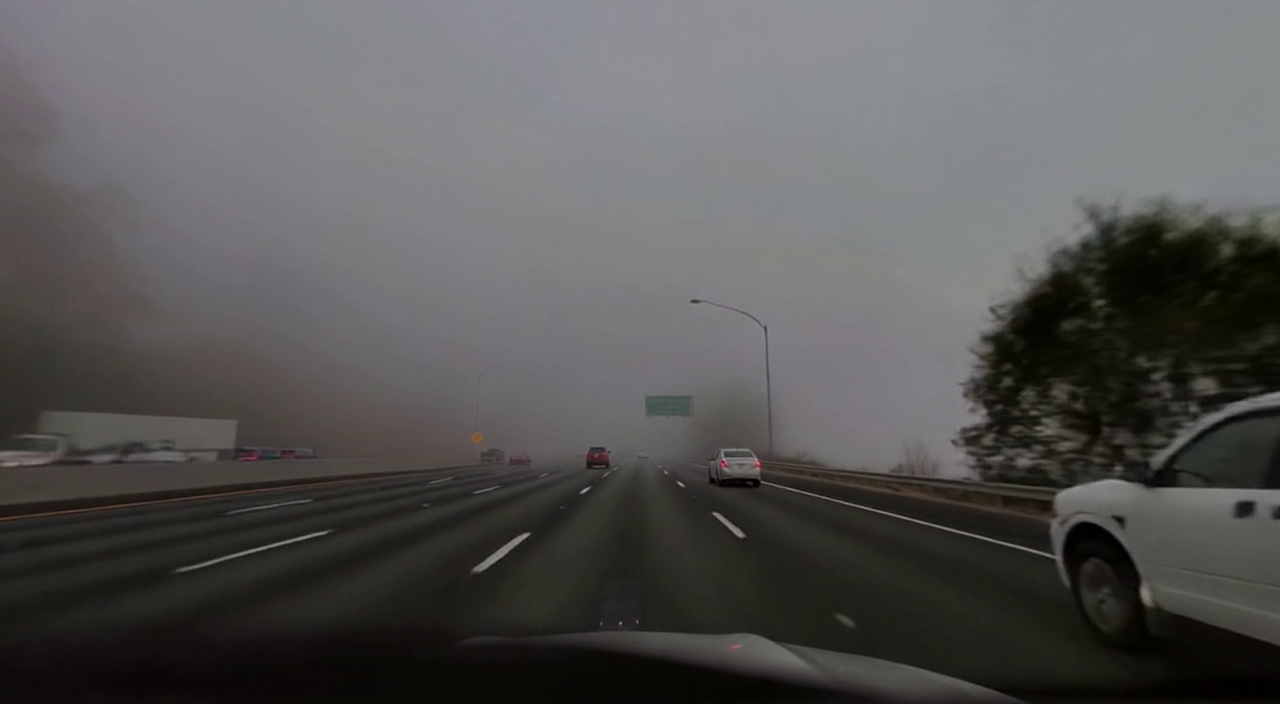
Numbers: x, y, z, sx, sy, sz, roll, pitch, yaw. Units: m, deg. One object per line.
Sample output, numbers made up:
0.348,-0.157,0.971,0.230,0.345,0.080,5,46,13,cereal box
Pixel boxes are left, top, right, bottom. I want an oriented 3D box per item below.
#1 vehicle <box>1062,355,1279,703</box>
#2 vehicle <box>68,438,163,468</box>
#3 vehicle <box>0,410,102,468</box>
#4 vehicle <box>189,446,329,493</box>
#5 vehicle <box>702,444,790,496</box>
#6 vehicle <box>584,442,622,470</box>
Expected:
4.372,0.785,2.388,2.218,1.776,4.807,0,-9,1,vehicle
-28.102,5.408,33.918,1.713,1.511,3.883,0,-8,0,vehicle
-39.352,5.614,40.912,2.918,3.456,6.334,1,-8,0,vehicle
-13.796,4.244,23.260,1.959,1.520,5.068,0,-9,0,vehicle
3.378,3.865,21.002,2.126,1.529,4.438,0,-9,-1,vehicle
-2.701,7.751,47.210,2.449,1.929,5.503,0,-9,0,vehicle
